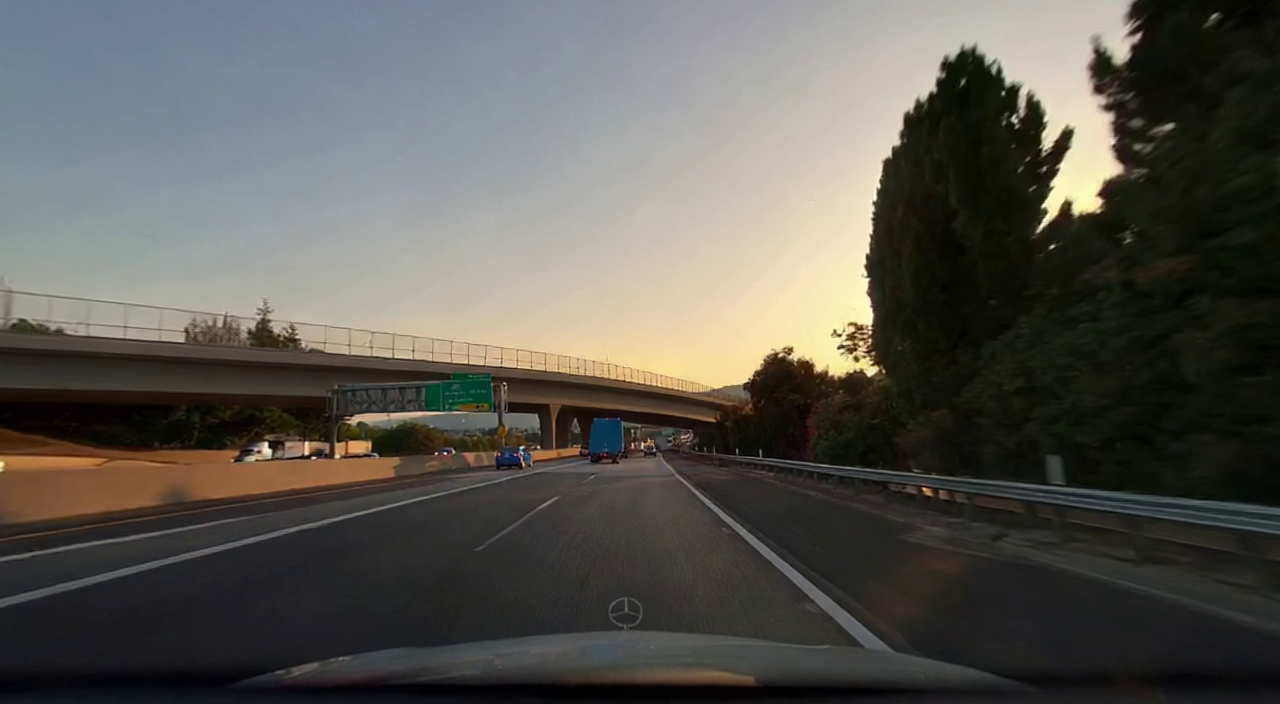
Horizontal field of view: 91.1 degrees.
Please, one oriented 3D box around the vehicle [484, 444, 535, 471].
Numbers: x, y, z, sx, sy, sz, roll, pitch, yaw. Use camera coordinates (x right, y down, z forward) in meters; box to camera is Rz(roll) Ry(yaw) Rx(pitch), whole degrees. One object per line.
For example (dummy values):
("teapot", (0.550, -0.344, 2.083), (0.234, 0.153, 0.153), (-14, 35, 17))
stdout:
("vehicle", (-7.577, 6.137, 36.936), (1.901, 1.467, 4.629), (0, -8, 2))
